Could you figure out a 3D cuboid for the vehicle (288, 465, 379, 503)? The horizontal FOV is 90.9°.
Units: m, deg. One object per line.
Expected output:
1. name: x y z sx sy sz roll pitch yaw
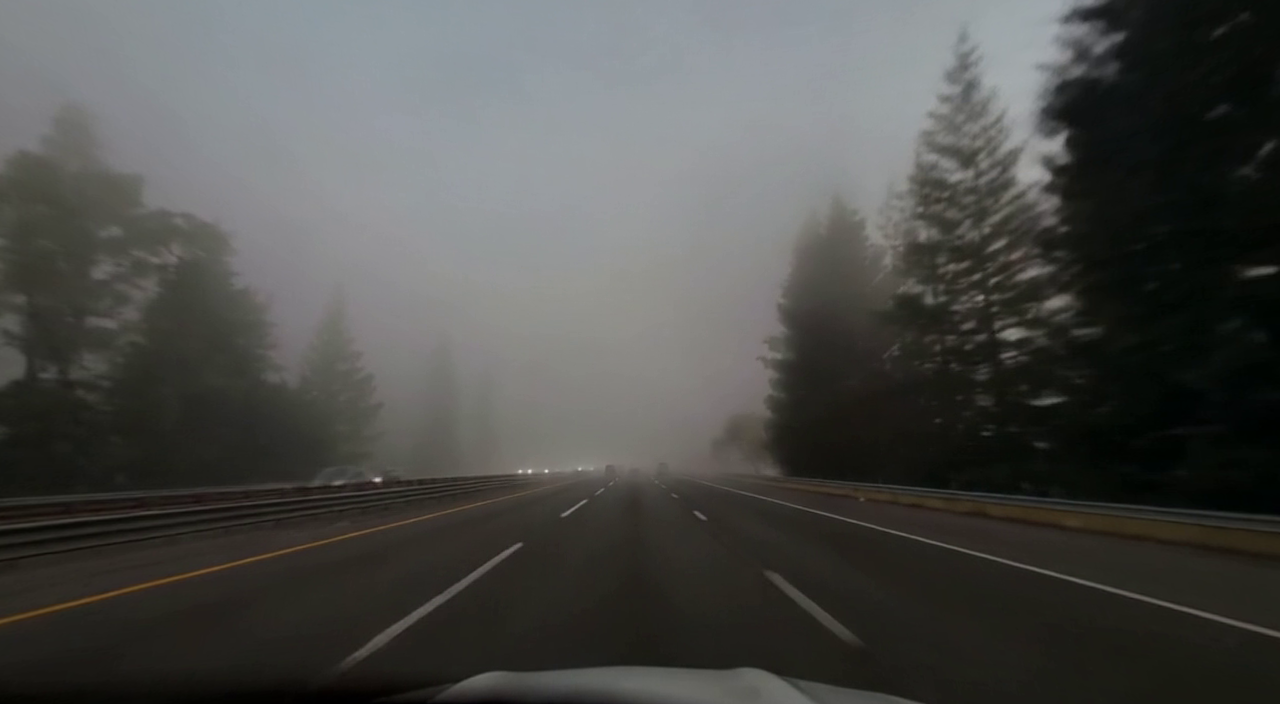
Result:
1. vehicle: -12.632 5.466 26.255 1.830 1.421 3.937 1 -10 0
